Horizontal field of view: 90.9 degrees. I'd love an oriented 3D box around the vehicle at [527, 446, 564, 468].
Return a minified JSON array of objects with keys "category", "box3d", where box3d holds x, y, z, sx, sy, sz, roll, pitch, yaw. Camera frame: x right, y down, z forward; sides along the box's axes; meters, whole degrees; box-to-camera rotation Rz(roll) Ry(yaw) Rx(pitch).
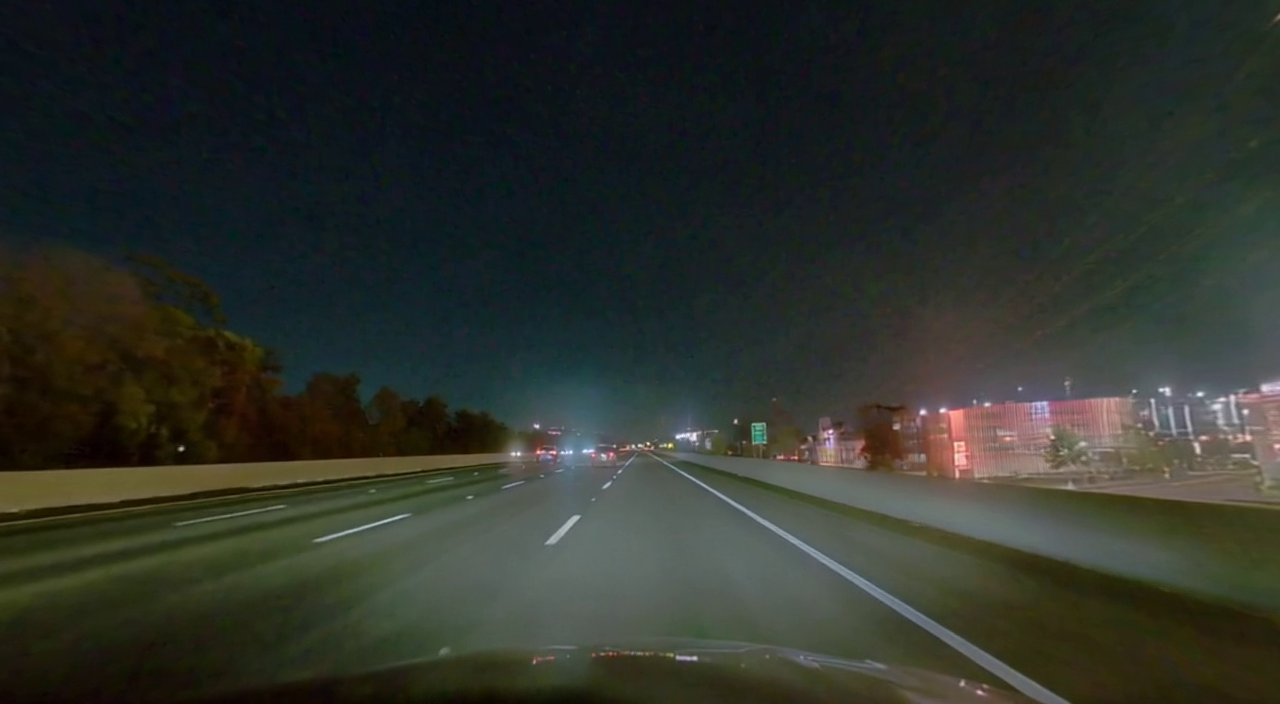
[{"category":"vehicle","box3d":[-6.666,7.502,45.087,1.936,1.462,4.388,0,-8,0]}]
